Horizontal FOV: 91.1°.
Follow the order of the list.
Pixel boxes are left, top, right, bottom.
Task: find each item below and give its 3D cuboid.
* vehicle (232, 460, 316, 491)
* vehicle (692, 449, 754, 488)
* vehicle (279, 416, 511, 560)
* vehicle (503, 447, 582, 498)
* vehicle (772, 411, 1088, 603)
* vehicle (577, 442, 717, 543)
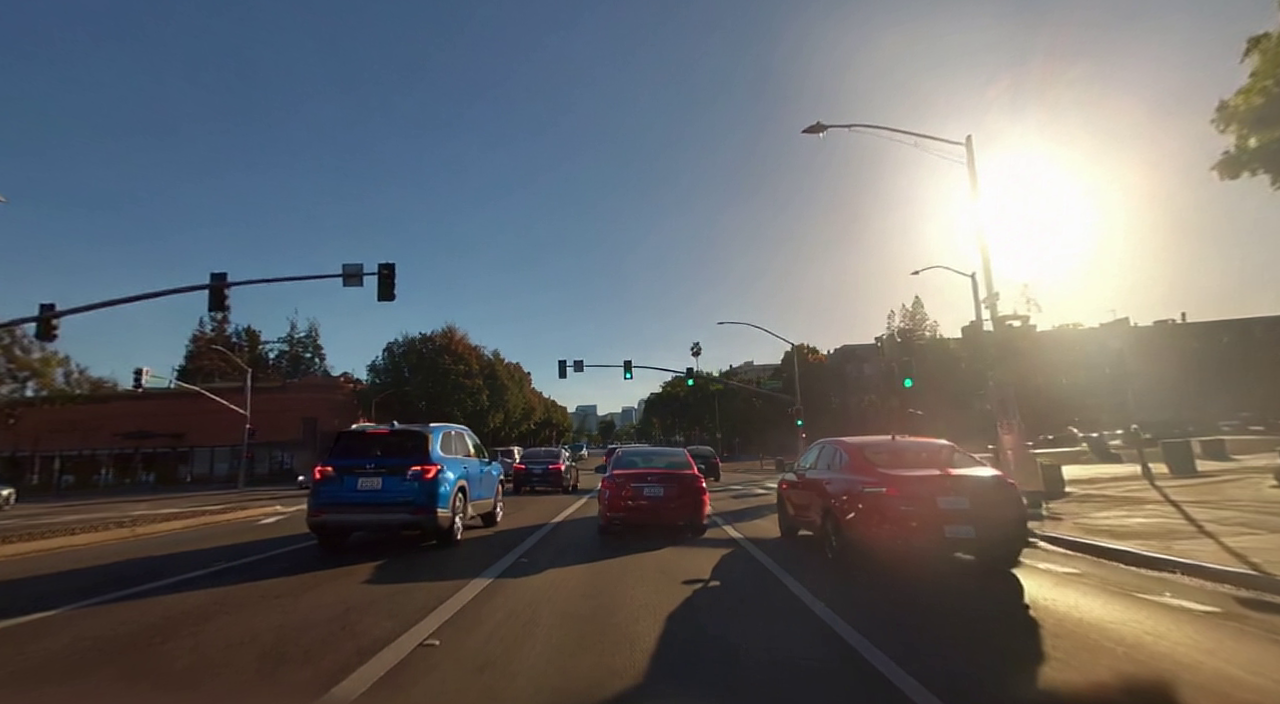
[{"bbox_3d":[-22.600,7.587,38.783,4.931,1.736,1.969,-5,-10,26],"label":"vehicle"},{"bbox_3d":[3.366,4.826,26.394,2.038,1.476,4.356,0,-9,1],"label":"vehicle"},{"bbox_3d":[-3.495,2.014,10.006,1.889,1.767,4.289,0,-9,1],"label":"vehicle"},{"bbox_3d":[-3.148,3.955,21.036,1.868,1.516,4.114,0,-9,2],"label":"vehicle"},{"bbox_3d":[3.138,1.763,8.082,1.880,1.747,4.500,0,-9,0],"label":"vehicle"},{"bbox_3d":[0.056,2.361,11.216,2.051,1.460,3.932,0,-9,-1],"label":"vehicle"}]
